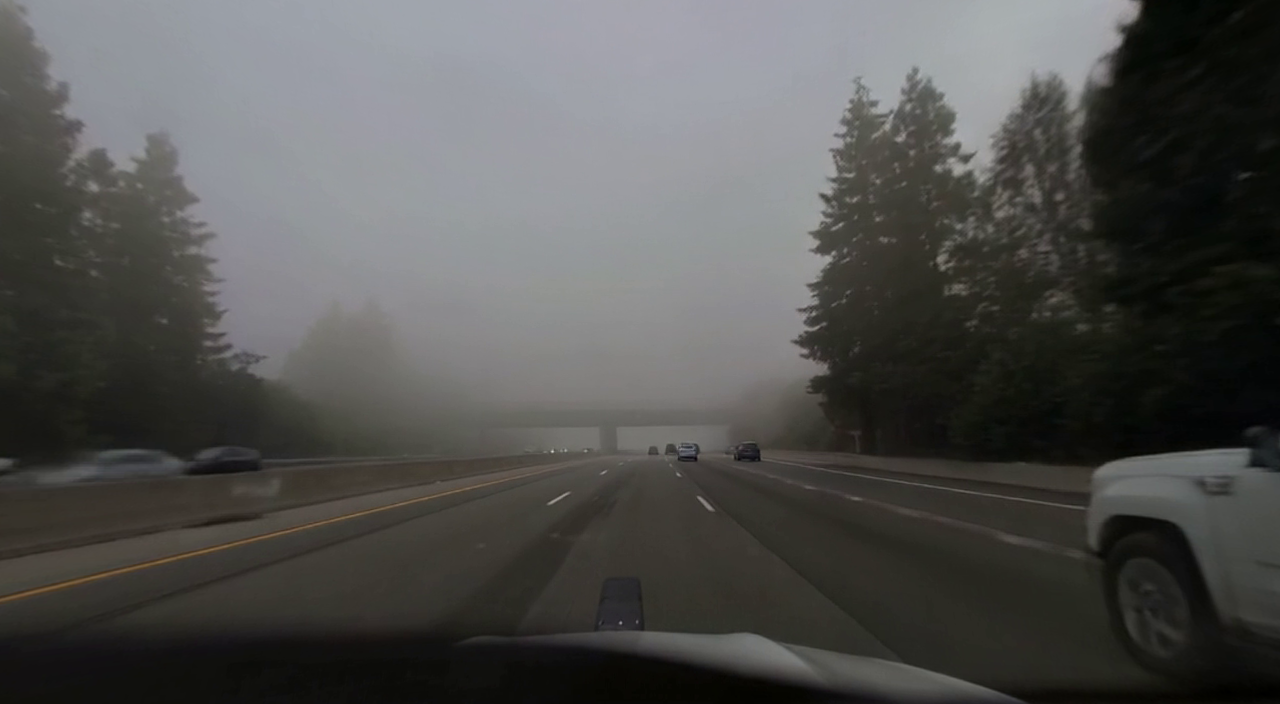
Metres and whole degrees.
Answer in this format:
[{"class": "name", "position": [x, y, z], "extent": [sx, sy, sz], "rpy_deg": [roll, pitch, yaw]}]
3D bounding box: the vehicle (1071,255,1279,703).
[{"class": "vehicle", "position": [3.876, 0.363, 0.649], "extent": [2.693, 2.044, 5.882], "rpy_deg": [0, -9, 0]}]

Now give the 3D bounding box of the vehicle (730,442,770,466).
[{"class": "vehicle", "position": [7.574, 7.059, 43.809], "extent": [1.989, 1.529, 4.375], "rpy_deg": [0, -9, 0]}]

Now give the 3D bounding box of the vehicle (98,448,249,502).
[{"class": "vehicle", "position": [-17.705, 4.646, 24.353], "extent": [2.065, 1.822, 4.806], "rpy_deg": [0, -9, 1]}]

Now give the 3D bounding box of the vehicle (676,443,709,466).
[{"class": "vehicle", "position": [3.557, 7.042, 43.570], "extent": [1.981, 1.471, 4.342], "rpy_deg": [0, -9, 1]}]

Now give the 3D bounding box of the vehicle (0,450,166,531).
[{"class": "vehicle", "position": [-14.594, 3.281, 15.544], "extent": [2.106, 1.674, 4.768], "rpy_deg": [0, -9, 0]}]
